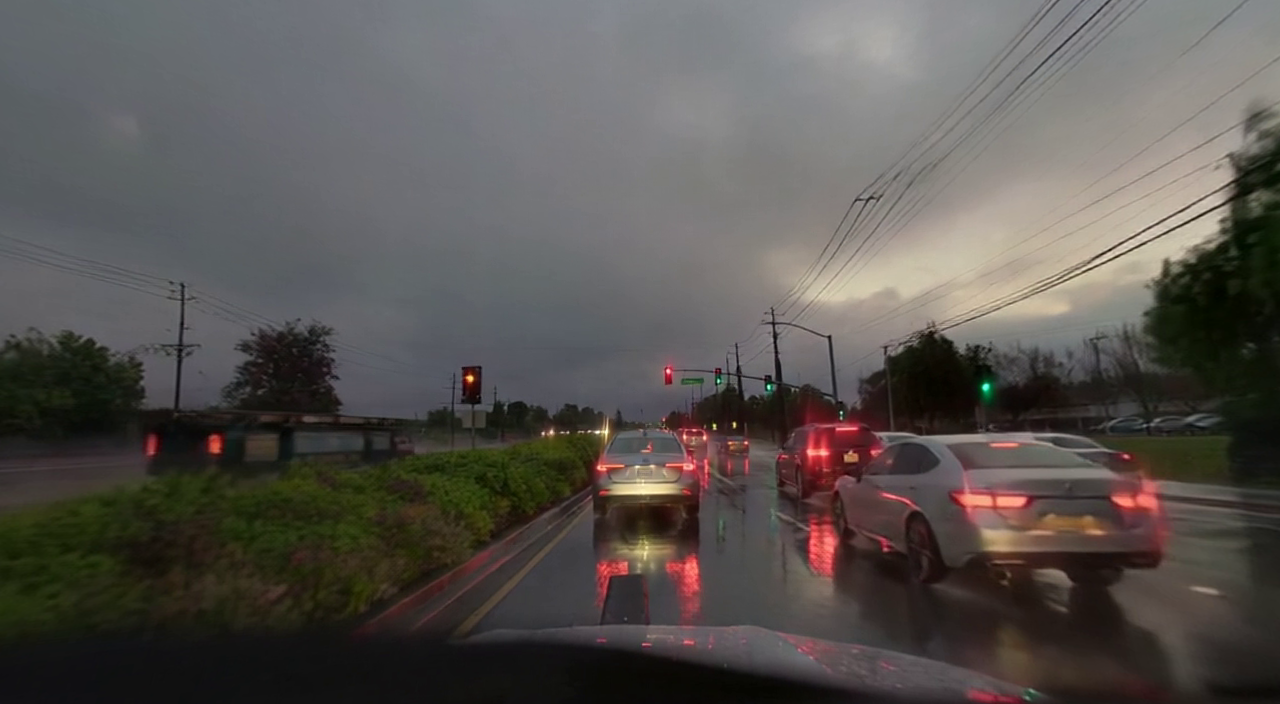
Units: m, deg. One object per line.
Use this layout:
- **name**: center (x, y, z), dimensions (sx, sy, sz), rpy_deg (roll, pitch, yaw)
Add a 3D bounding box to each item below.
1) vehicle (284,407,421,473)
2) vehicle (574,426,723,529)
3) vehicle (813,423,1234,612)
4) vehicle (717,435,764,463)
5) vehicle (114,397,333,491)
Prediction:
- **vehicle**: center (-16.442, 5.242, 37.237), dimensions (3.085, 3.375, 9.783), rpy_deg (-1, -8, 3)
- **vehicle**: center (0.152, 2.194, 11.604), dimensions (2.208, 1.498, 4.401), rpy_deg (0, -8, 1)
- **vehicle**: center (3.614, 1.628, 7.235), dimensions (2.028, 1.454, 4.531), rpy_deg (0, -8, 1)
- **vehicle**: center (5.552, 5.445, 35.399), dimensions (1.995, 1.491, 4.133), rpy_deg (0, -8, 1)
- **vehicle**: center (-17.034, 3.943, 26.930), dimensions (2.934, 3.328, 8.716), rpy_deg (-1, -8, 3)
